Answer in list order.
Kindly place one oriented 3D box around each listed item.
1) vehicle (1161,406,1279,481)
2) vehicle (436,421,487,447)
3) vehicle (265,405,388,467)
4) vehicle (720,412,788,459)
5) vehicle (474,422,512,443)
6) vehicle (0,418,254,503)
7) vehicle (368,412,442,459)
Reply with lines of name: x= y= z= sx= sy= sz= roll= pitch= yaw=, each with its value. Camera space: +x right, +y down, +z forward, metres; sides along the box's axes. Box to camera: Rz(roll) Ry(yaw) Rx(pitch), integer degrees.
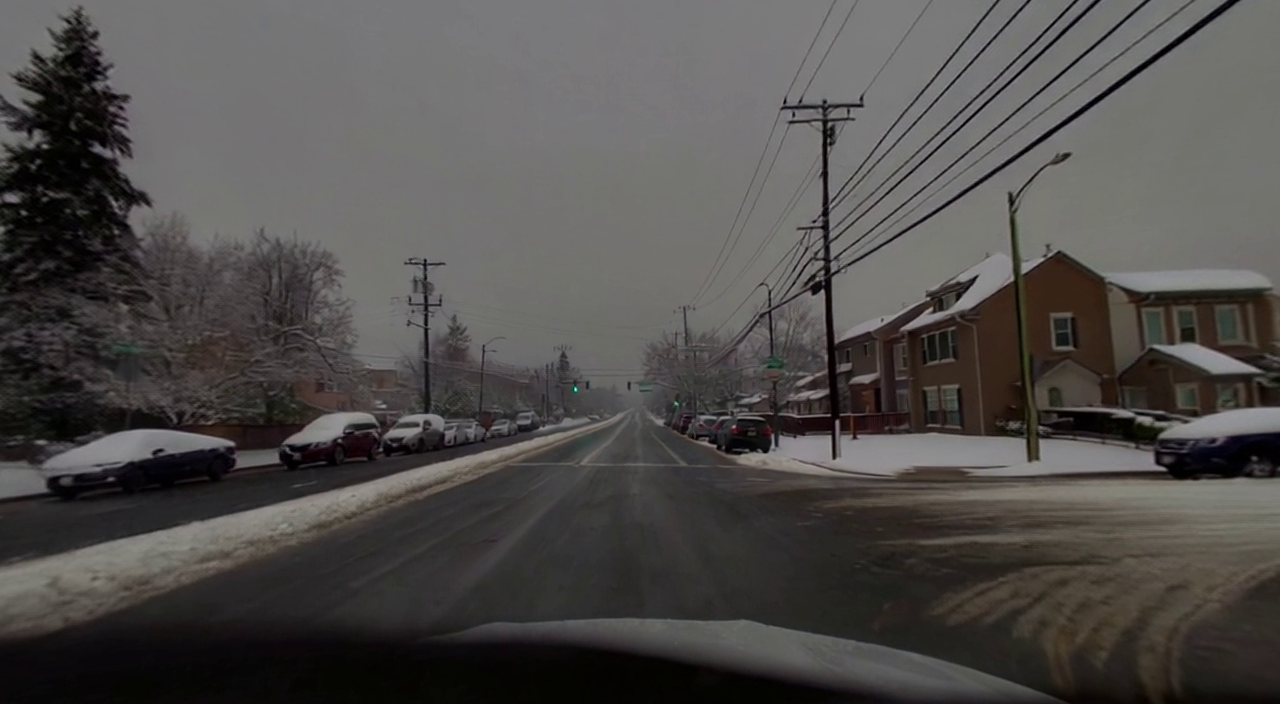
vehicle: x=13.636 y=2.055 z=14.634 sx=2.122 sy=1.474 sz=4.313 roll=-8 pitch=-10 yaw=41
vehicle: x=-11.124 y=5.197 z=39.678 sx=2.051 sy=1.520 sz=4.374 roll=0 pitch=-9 yaw=-2
vehicle: x=-11.125 y=3.084 z=22.887 sx=2.056 sy=1.980 sz=4.763 roll=0 pitch=-9 yaw=-1
vehicle: x=4.387 y=3.329 z=24.899 sx=1.867 sy=1.680 sz=4.176 roll=0 pitch=-9 yaw=0
vehicle: x=-11.366 y=6.275 z=49.051 sx=1.903 sy=1.535 sz=4.342 roll=0 pitch=-9 yaw=-1
vehicle: x=-11.111 y=2.368 z=14.085 sx=2.082 sy=1.540 sz=4.654 roll=0 pitch=-9 yaw=0
vehicle: x=-11.327 y=4.009 z=30.766 sx=1.926 sy=1.998 sz=4.447 roll=-4 pitch=-6 yaw=-1
